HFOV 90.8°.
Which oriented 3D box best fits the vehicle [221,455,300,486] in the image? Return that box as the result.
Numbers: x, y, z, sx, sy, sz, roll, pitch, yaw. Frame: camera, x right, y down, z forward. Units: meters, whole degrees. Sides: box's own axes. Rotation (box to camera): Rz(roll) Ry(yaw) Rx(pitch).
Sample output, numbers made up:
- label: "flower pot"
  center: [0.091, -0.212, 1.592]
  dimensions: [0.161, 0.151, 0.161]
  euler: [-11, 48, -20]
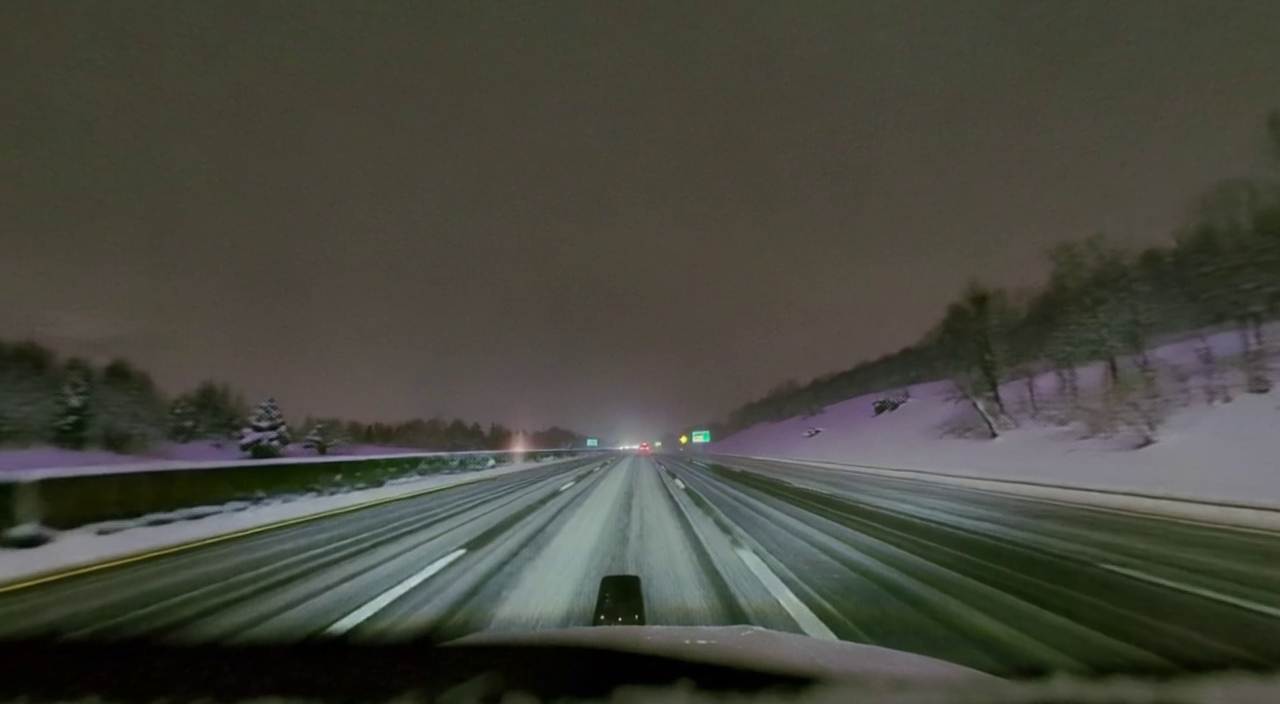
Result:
- label: "vehicle"
  center: [-23.134, 7.211, 38.697]
  dimensions: [1.943, 1.683, 4.652]
  euler: [-1, -8, -1]
